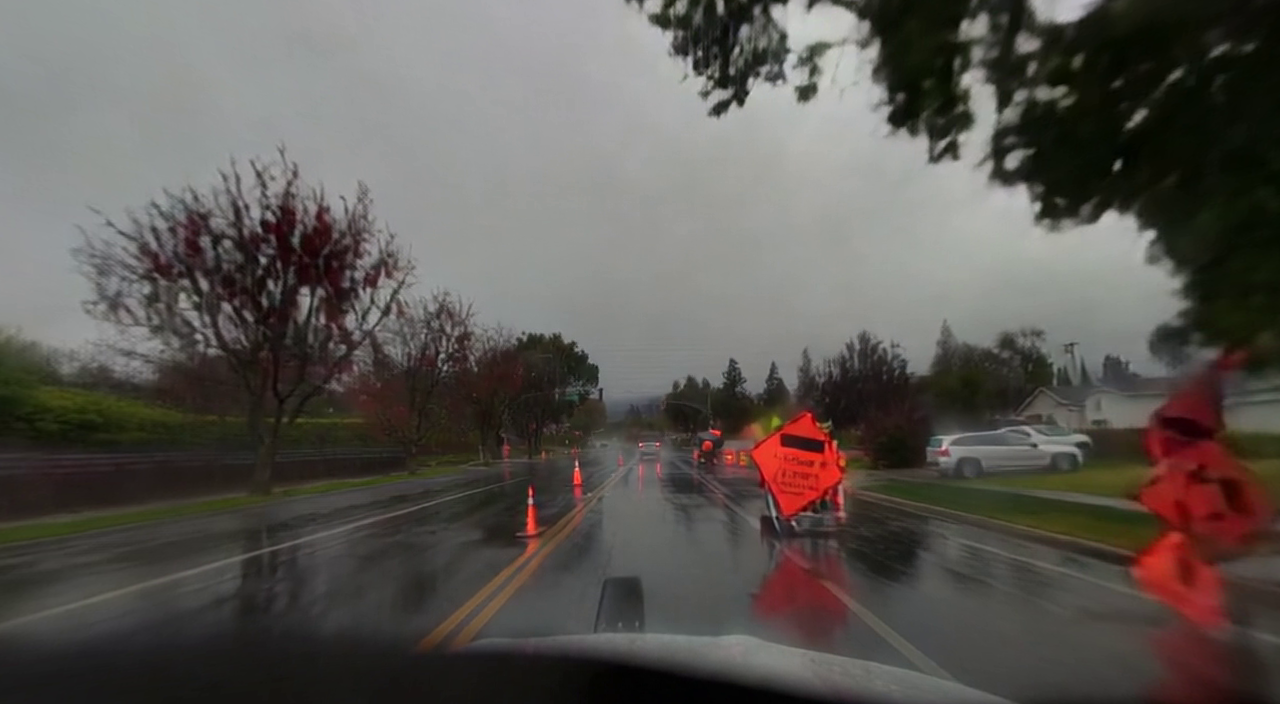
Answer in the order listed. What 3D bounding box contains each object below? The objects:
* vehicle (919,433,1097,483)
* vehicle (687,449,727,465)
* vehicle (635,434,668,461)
[{"bbox_3d":[11.617,3.366,20.133,4.463,1.466,1.813,0,-9,4],"label":"vehicle"},{"bbox_3d":[3.953,6.286,37.632,2.123,0.883,3.024,0,-8,0],"label":"vehicle"},{"bbox_3d":[0.749,6.416,42.173,2.151,1.708,4.084,0,-9,1],"label":"vehicle"}]
